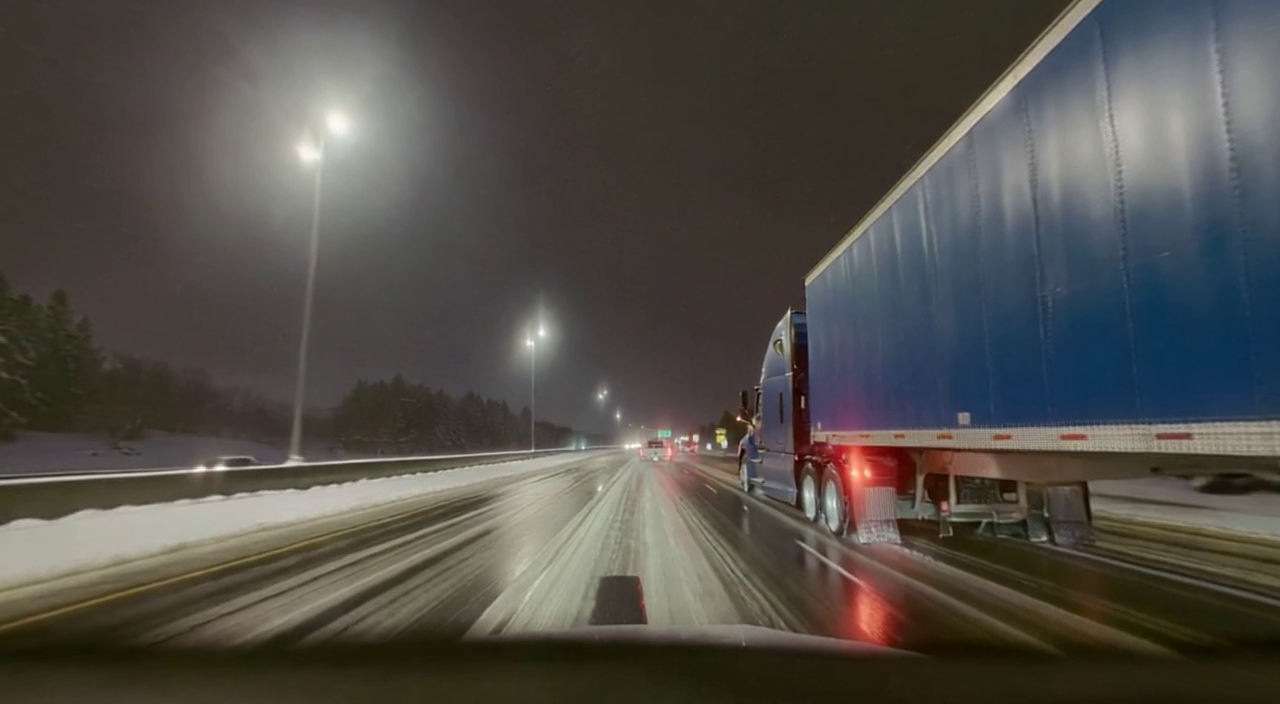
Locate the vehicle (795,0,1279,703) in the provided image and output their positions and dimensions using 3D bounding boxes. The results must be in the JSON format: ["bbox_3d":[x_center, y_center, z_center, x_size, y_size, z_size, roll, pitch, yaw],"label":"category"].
[{"bbox_3d":[4.078,-0.450,2.501,3.019,4.145,16.453,0,-8,1],"label":"vehicle"}]

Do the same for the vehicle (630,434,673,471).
[{"bbox_3d":[0.619,5.513,34.744,2.205,1.860,4.301,0,-8,1],"label":"vehicle"}]
